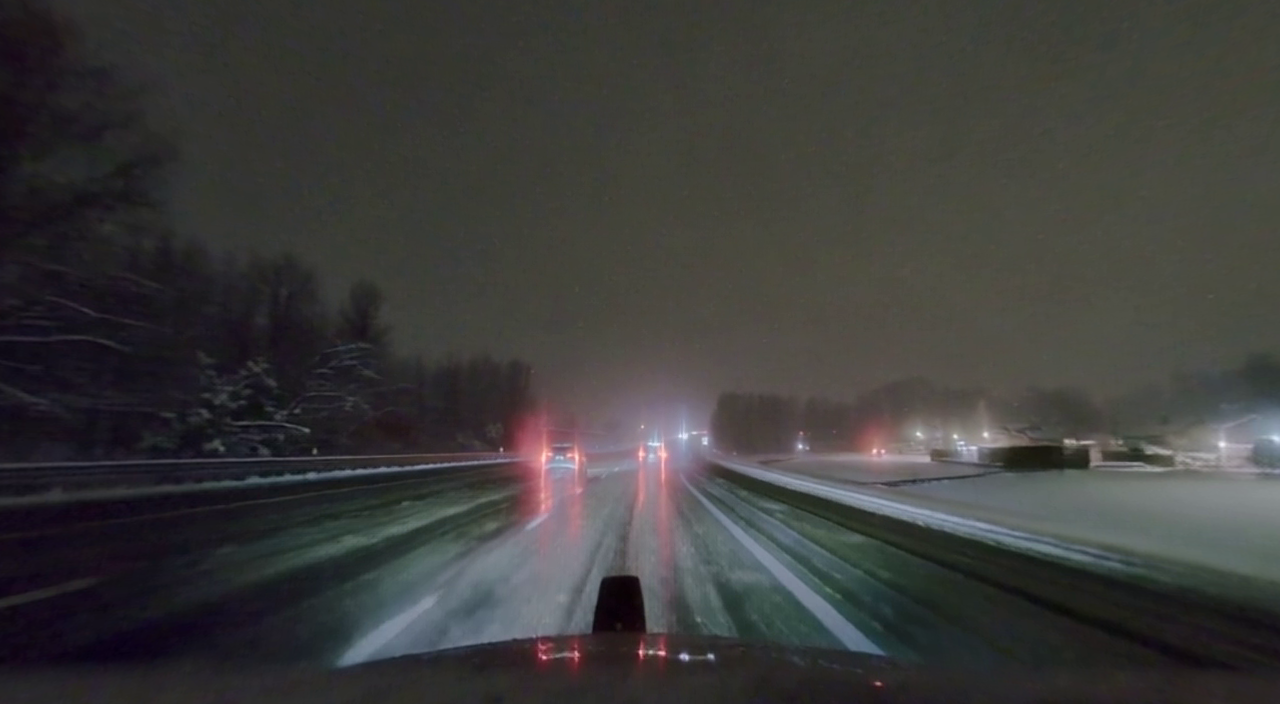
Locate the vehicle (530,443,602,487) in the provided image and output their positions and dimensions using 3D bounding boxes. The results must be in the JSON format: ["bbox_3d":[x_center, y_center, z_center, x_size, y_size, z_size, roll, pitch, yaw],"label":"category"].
[{"bbox_3d":[-2.781,4.362,24.611,2.129,1.563,4.387,-1,-9,2],"label":"vehicle"}]

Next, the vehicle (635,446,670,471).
[{"bbox_3d":[0.820,6.791,40.222,2.129,1.502,4.321,-1,-9,2],"label":"vehicle"}]
